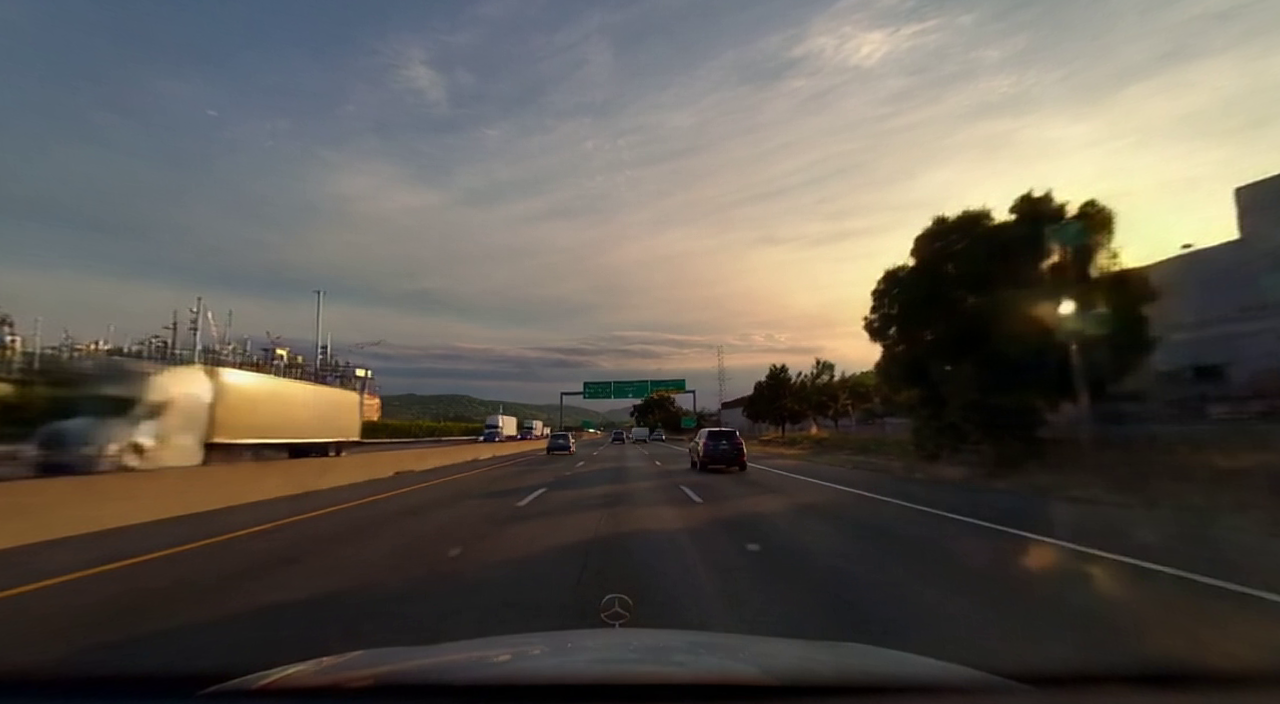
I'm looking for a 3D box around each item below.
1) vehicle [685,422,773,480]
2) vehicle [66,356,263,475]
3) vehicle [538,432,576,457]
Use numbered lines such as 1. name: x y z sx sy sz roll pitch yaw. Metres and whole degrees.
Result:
1. vehicle: 2.701 3.141 20.226 2.022 1.637 4.229 0 -8 -3
2. vehicle: -17.713 2.515 24.115 2.971 4.001 5.802 0 -8 -3
3. vehicle: -5.291 5.952 40.702 1.996 1.518 4.229 0 -8 -2
